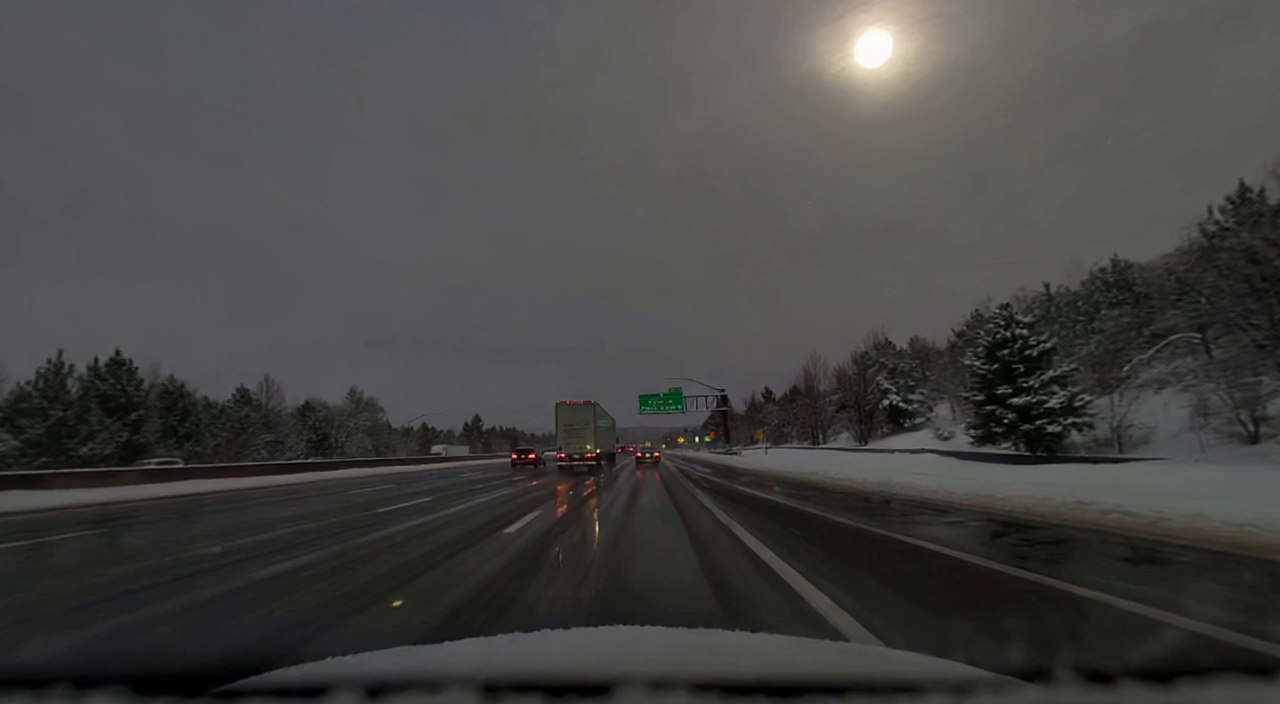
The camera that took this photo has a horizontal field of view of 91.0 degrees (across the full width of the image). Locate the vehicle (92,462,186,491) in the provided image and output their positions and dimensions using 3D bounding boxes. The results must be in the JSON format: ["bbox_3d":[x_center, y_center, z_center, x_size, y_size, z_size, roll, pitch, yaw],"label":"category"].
[{"bbox_3d":[-31.547,7.808,39.850,1.995,1.611,4.703,-1,-9,2],"label":"vehicle"}]

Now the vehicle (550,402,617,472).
[{"bbox_3d":[-3.402,5.687,41.565,3.053,3.948,11.288,-1,-9,2],"label":"vehicle"}]

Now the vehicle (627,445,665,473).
[{"bbox_3d":[0.342,6.129,36.215,2.066,1.469,4.050,0,-9,1],"label":"vehicle"}]

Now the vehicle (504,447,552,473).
[{"bbox_3d":[-6.914,6.708,39.259,1.996,1.495,4.671,-1,-9,2],"label":"vehicle"}]
